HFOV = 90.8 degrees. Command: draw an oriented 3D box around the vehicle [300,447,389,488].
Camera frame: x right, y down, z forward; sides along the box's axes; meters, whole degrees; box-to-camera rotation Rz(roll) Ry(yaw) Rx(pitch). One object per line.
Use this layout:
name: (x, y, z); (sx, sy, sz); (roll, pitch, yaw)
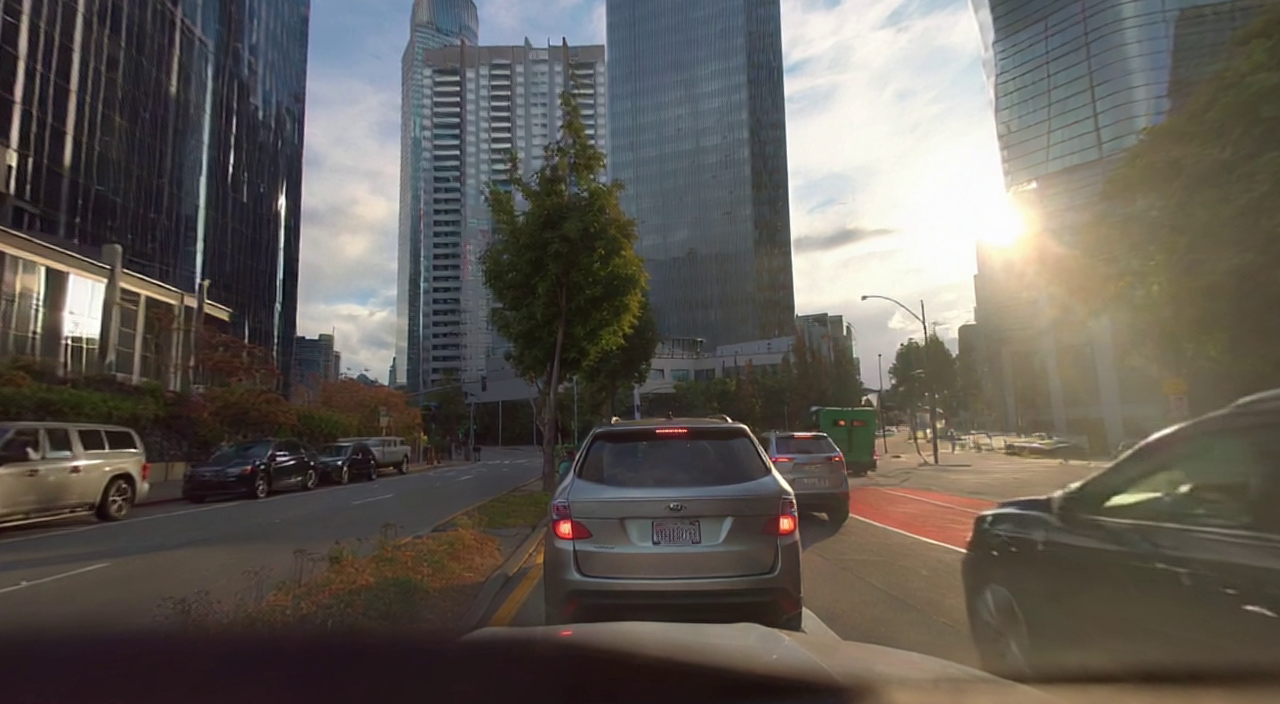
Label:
vehicle: (-11.587, 4.500, 25.092); (1.791, 1.463, 4.210); (0, -9, -4)

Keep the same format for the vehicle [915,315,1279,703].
vehicle: (2.864, 0.723, 1.598); (2.097, 1.697, 5.065); (0, -8, 1)

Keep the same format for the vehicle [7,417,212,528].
vehicle: (-10.872, 2.456, 13.302); (1.482, 2.019, 3.297); (0, -9, -4)

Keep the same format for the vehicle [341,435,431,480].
vehicle: (-12.094, 5.064, 30.603); (2.338, 1.963, 5.740); (0, -9, -4)

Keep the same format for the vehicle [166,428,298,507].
vehicle: (-11.227, 3.166, 17.674); (1.559, 1.973, 3.419); (1, -9, -5)

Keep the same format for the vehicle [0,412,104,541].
vehicle: (-10.497, 1.918, 9.756); (1.543, 1.946, 3.454); (1, -9, -6)

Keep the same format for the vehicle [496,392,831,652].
vehicle: (0.200, 1.427, 6.311); (2.192, 1.695, 4.142); (0, -8, 1)
